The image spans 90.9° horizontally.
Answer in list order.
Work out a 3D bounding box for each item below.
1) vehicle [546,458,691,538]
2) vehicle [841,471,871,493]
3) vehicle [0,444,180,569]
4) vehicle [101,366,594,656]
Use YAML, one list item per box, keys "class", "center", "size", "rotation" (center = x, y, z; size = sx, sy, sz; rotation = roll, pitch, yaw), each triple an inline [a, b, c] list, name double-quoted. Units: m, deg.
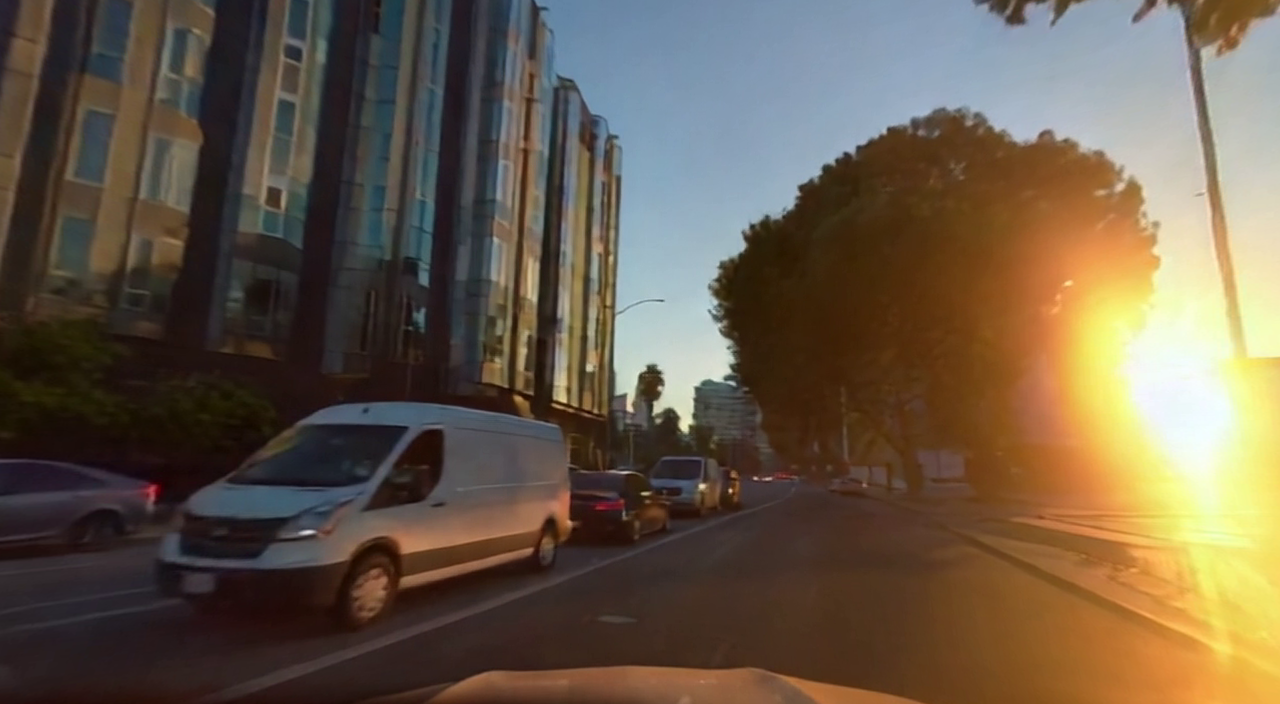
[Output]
- class: "vehicle"
  center: [-0.298, 3.243, 14.510]
  size: [1.853, 1.495, 4.632]
  rotation: [-5, -11, 17]
- class: "vehicle"
  center: [15.839, 9.507, 46.346]
  size: [1.899, 1.470, 3.666]
  rotation: [-2, -10, 16]
- class: "vehicle"
  center: [-8.575, 1.853, 7.634]
  size: [1.868, 1.472, 4.470]
  rotation: [-3, -11, 18]
- class: "vehicle"
  center: [-2.457, 1.614, 7.270]
  size: [2.104, 2.013, 5.252]
  rotation: [-4, -11, 16]
